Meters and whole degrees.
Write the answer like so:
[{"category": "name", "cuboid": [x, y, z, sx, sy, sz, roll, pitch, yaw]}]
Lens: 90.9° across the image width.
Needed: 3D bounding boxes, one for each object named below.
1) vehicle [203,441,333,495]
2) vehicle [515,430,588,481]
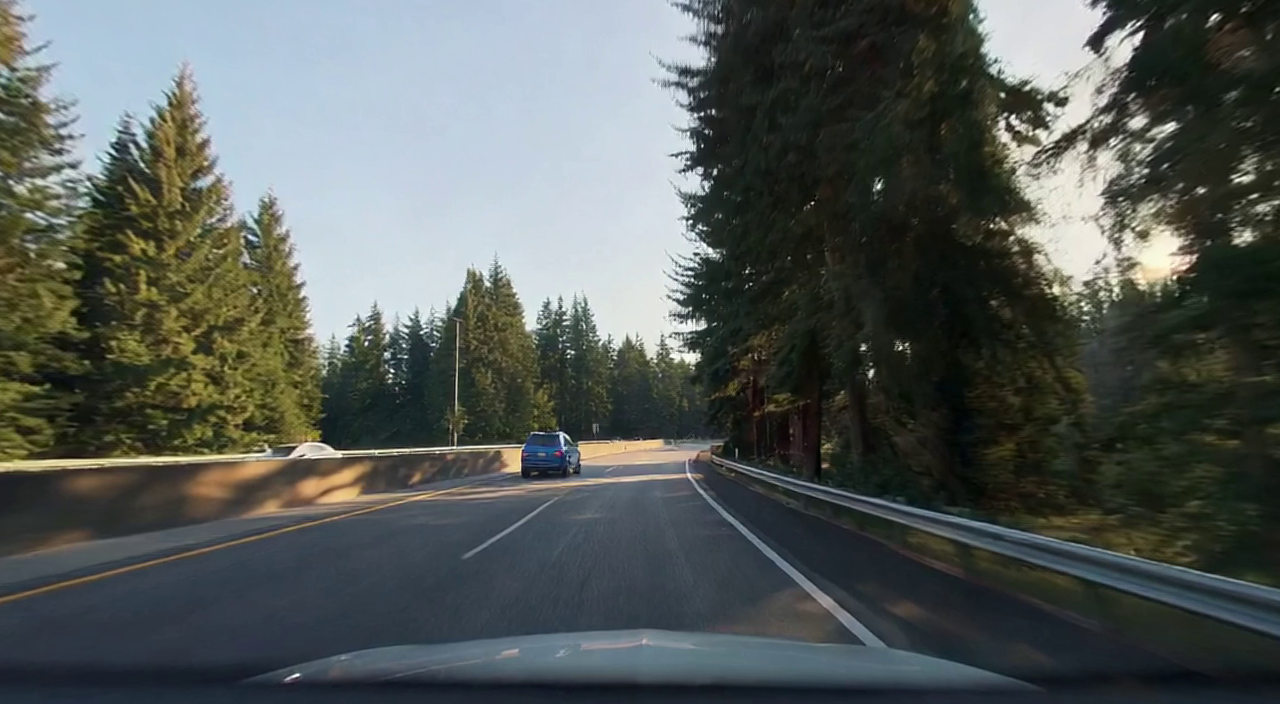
[{"category": "vehicle", "cuboid": [-13.053, 4.062, 22.488, 1.954, 1.700, 4.211, -1, -8, 2]}, {"category": "vehicle", "cuboid": [-3.281, 3.952, 24.316, 2.005, 1.752, 4.479, -1, -8, 2]}]
